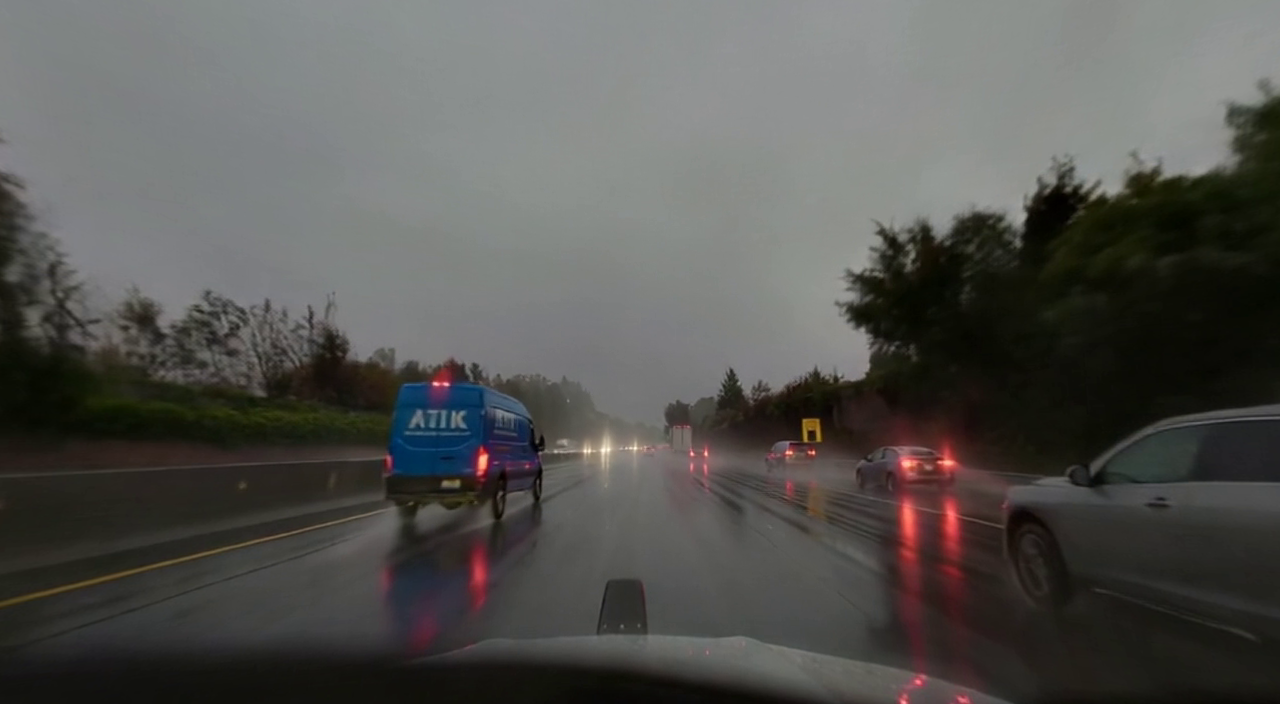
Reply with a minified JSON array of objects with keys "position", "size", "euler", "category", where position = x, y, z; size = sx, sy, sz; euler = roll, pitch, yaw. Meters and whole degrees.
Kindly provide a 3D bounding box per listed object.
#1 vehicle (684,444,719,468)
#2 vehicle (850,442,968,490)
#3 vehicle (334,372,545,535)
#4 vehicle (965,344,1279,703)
[{"position":[4.358,7.447,45.272],"size":[2.066,1.638,4.158],"euler":[0,-9,-1],"category":"vehicle"},{"position":[9.146,3.902,21.940],"size":[1.838,1.490,4.460],"euler":[0,-9,-4],"category":"vehicle"},{"position":[-3.797,2.185,13.837],"size":[2.380,2.648,6.879],"euler":[0,-9,0],"category":"vehicle"},{"position":[3.839,0.842,2.926],"size":[2.025,1.706,4.797],"euler":[0,-9,-1],"category":"vehicle"}]
